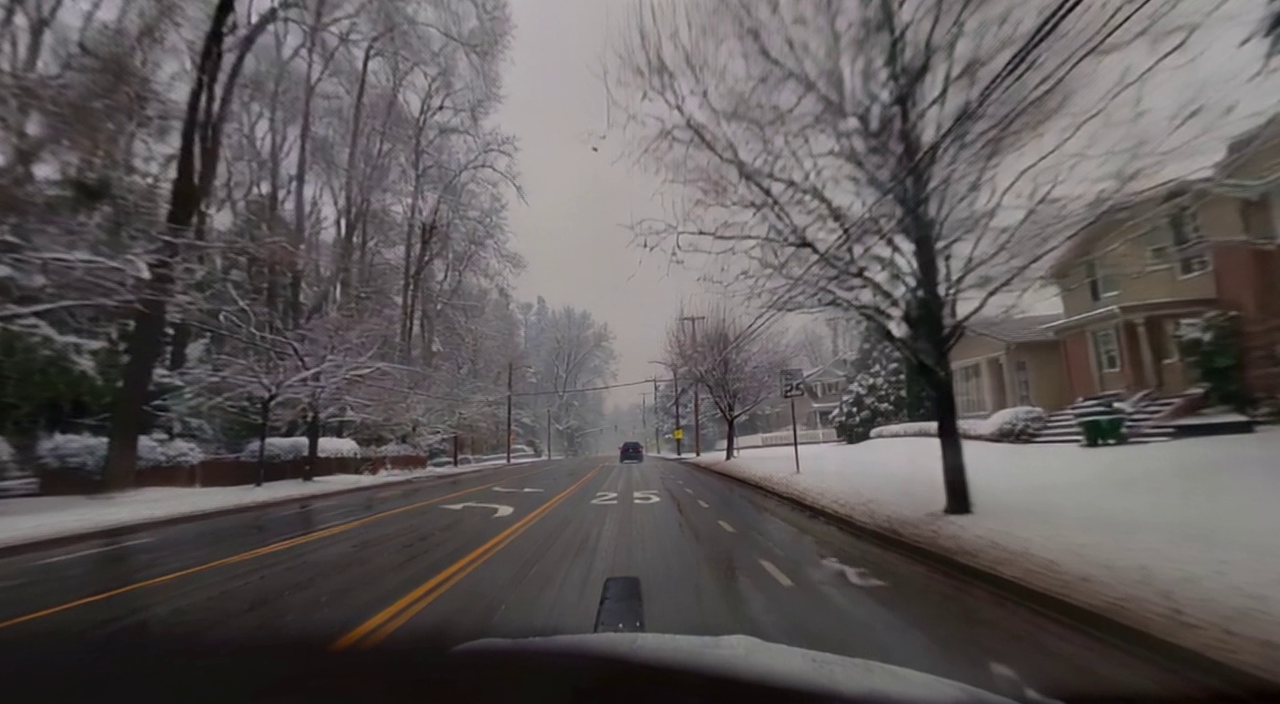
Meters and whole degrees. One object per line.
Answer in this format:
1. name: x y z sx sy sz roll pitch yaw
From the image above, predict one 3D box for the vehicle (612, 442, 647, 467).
1. vehicle: -0.678 6.579 40.626 2.104 1.500 3.815 0 -9 -1
